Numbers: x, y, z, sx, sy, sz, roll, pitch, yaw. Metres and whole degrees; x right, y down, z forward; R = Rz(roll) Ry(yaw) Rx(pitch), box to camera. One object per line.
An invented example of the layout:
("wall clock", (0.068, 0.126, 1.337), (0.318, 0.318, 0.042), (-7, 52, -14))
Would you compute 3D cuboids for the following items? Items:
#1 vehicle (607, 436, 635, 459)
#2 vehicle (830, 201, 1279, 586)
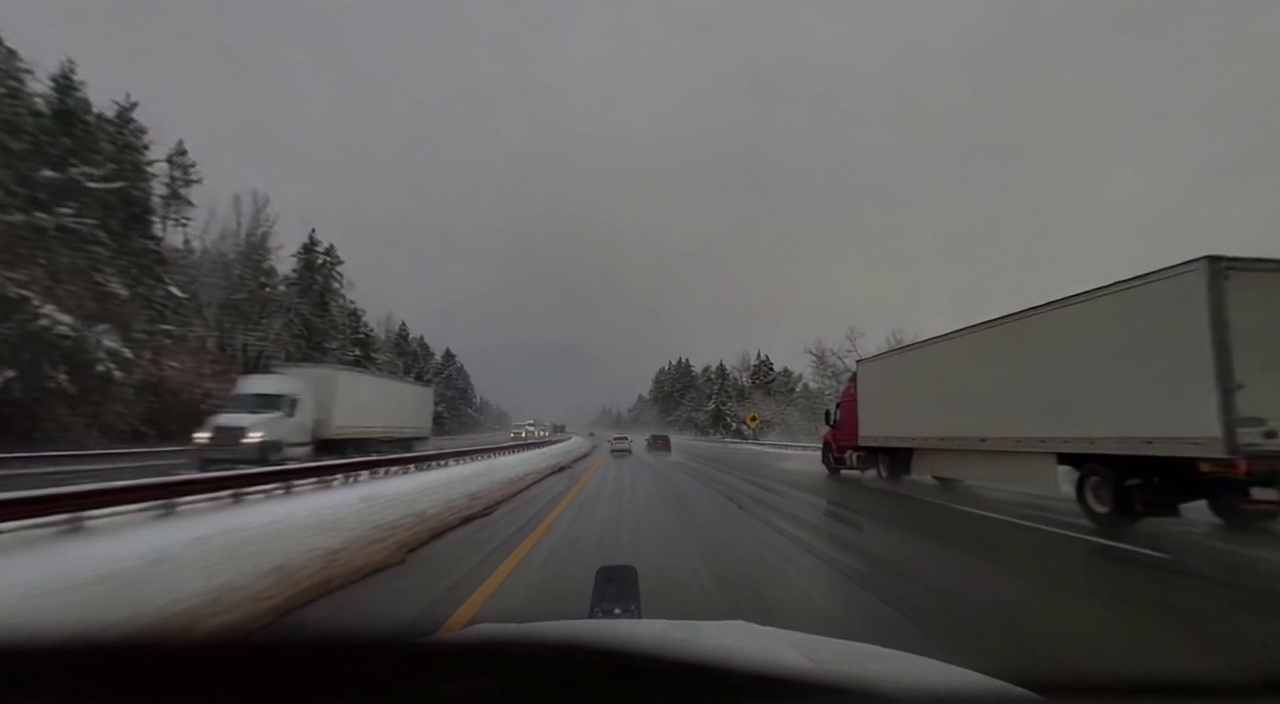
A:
("vehicle", (-1.528, 7.371, 48.912), (2.088, 1.671, 4.068), (0, -8, -3))
("vehicle", (7.910, 1.307, 13.738), (2.888, 4.093, 14.227), (0, -8, -1))
